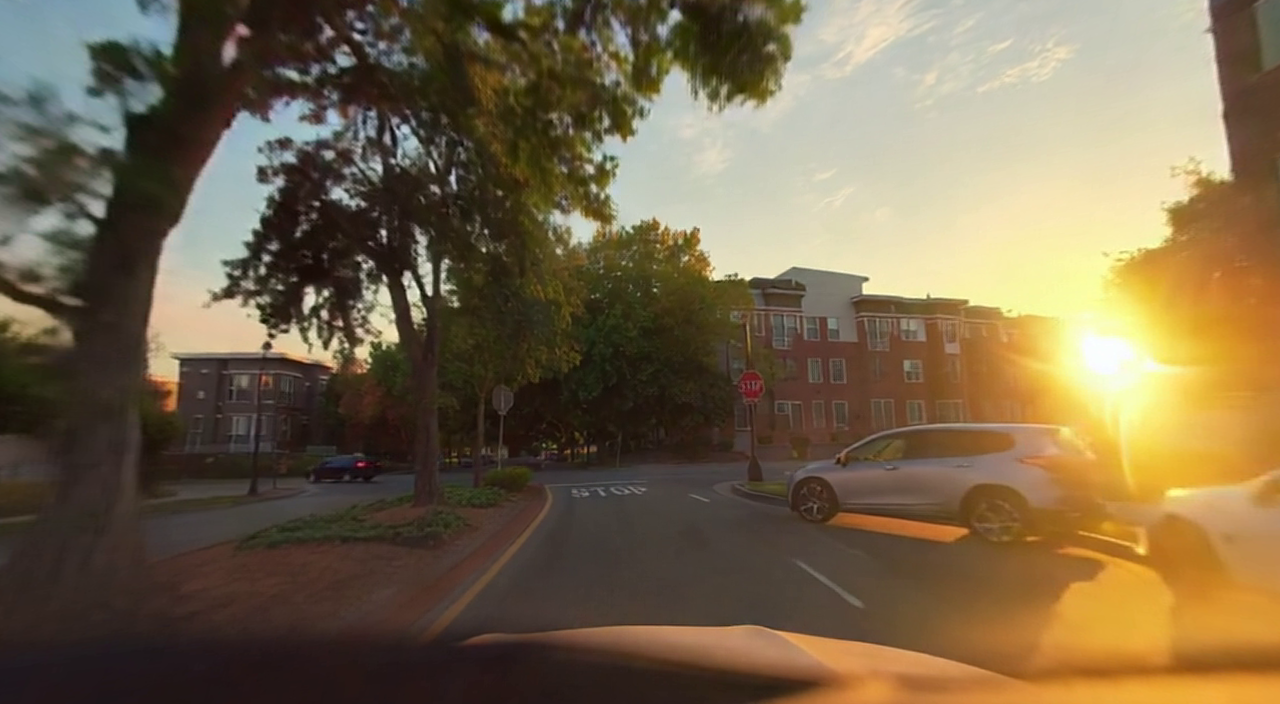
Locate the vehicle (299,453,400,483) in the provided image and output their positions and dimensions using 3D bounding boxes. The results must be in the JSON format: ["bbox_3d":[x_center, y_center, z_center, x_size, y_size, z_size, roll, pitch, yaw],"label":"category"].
[{"bbox_3d":[-16.073,6.407,34.995,4.654,1.503,1.951,0,-8,4],"label":"vehicle"}]

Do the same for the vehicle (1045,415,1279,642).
[{"bbox_3d":[5.000,1.092,3.769,1.758,1.454,5.088,0,-8,0],"label":"vehicle"}]

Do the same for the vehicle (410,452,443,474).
[{"bbox_3d":[-16.353,8.525,48.459,2.027,1.475,4.522,3,-8,-14],"label":"vehicle"}]

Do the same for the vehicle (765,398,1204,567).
[{"bbox_3d":[4.023,1.639,8.472,2.065,1.529,4.709,1,-10,-26],"label":"vehicle"}]
